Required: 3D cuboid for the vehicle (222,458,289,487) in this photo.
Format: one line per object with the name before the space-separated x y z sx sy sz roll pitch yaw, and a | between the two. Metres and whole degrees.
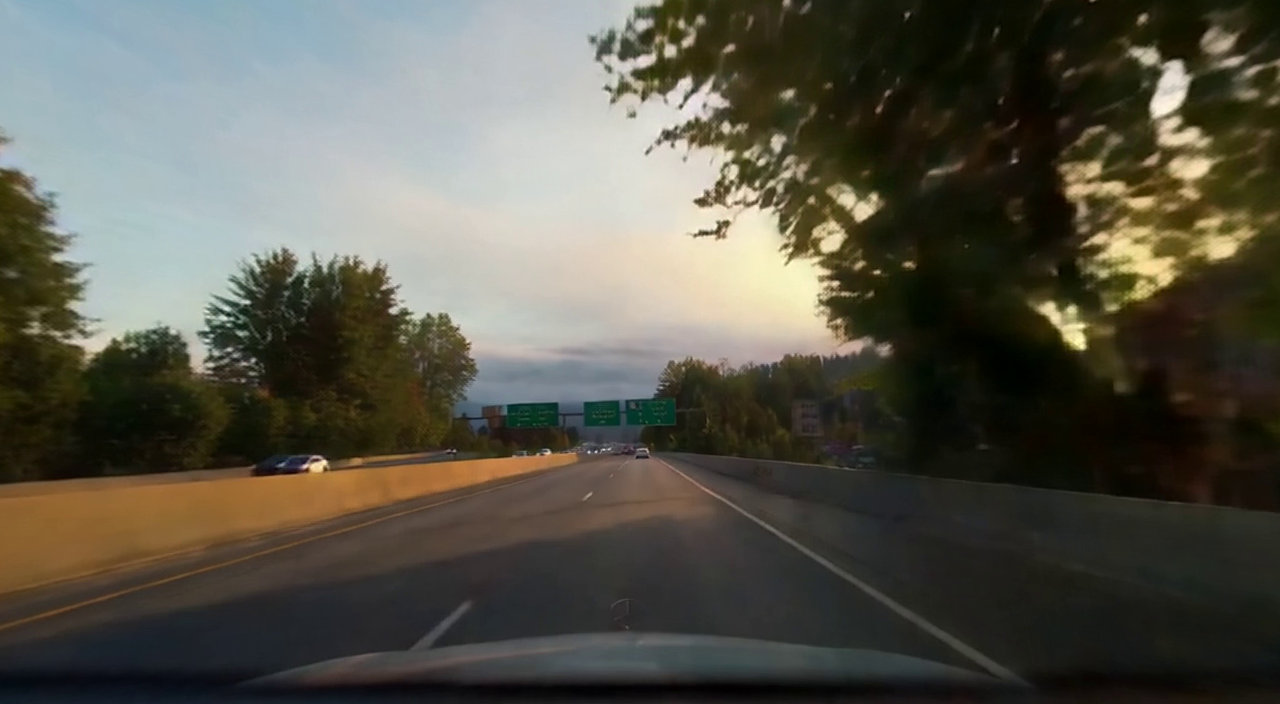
vehicle | -26.355 8.250 43.382 2.049 1.755 4.884 1 -9 -8
